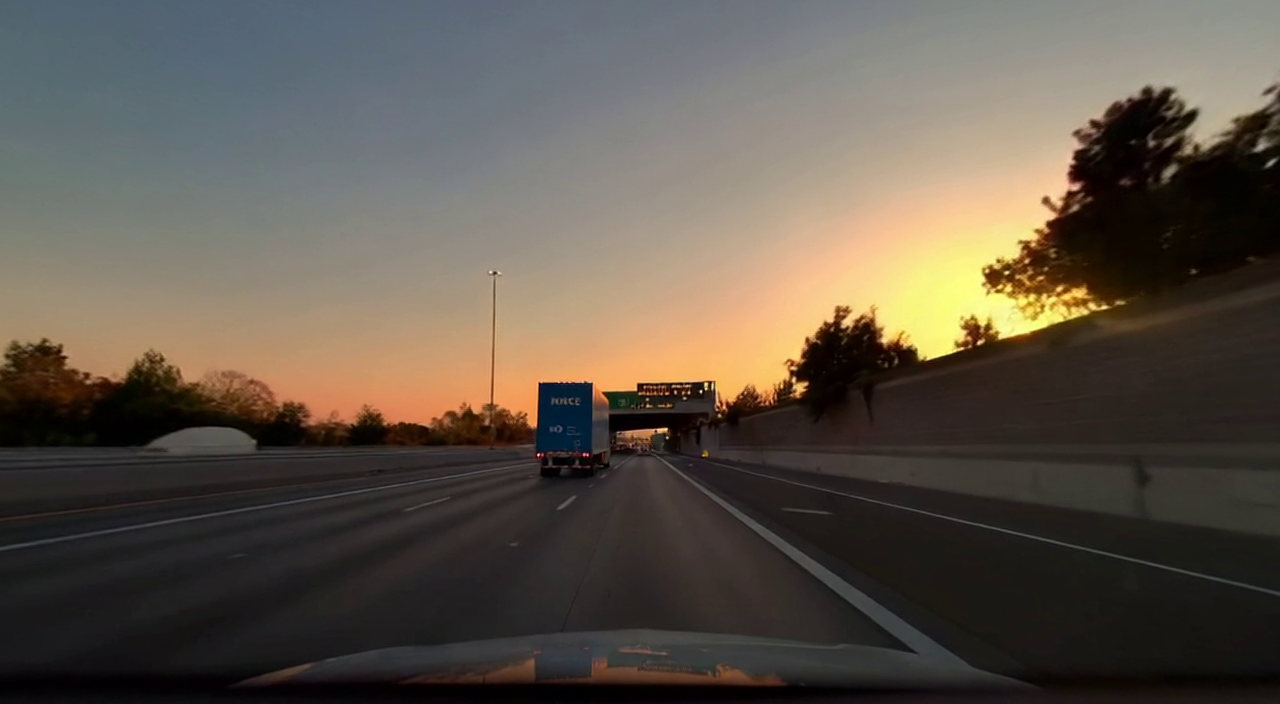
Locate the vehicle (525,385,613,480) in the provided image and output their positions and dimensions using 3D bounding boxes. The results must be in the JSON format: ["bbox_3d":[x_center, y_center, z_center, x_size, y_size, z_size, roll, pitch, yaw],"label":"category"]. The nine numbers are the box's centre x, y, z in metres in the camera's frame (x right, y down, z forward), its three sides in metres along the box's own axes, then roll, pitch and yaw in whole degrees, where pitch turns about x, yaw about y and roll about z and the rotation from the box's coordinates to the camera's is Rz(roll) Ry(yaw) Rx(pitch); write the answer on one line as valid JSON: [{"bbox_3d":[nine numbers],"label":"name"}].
[{"bbox_3d":[-3.206,4.207,31.979,3.059,3.956,11.036,0,-9,0],"label":"vehicle"}]
